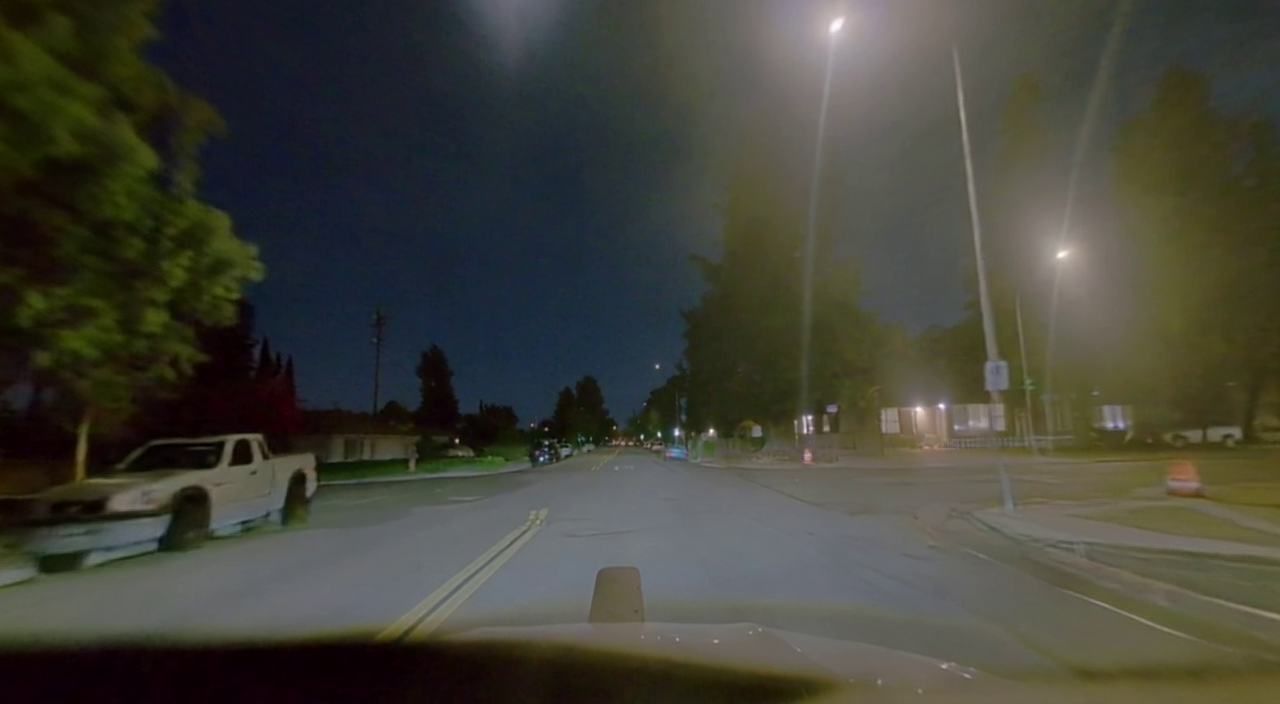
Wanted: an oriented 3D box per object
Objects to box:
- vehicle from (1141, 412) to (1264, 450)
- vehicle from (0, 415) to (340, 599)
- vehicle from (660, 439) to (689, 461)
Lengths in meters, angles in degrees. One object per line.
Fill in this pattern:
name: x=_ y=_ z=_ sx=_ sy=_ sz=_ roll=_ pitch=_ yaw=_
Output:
vehicle: x=29.691 y=4.143 z=33.596 sx=1.923 sy=1.805 sz=4.876 roll=-2 pitch=-6 yaw=-1
vehicle: x=-6.158 y=1.907 z=8.979 sx=2.087 sy=1.835 sz=4.445 roll=-2 pitch=-7 yaw=-7
vehicle: x=2.684 y=7.716 z=49.880 sx=1.896 sy=1.602 sz=4.571 roll=0 pitch=-8 yaw=-1
